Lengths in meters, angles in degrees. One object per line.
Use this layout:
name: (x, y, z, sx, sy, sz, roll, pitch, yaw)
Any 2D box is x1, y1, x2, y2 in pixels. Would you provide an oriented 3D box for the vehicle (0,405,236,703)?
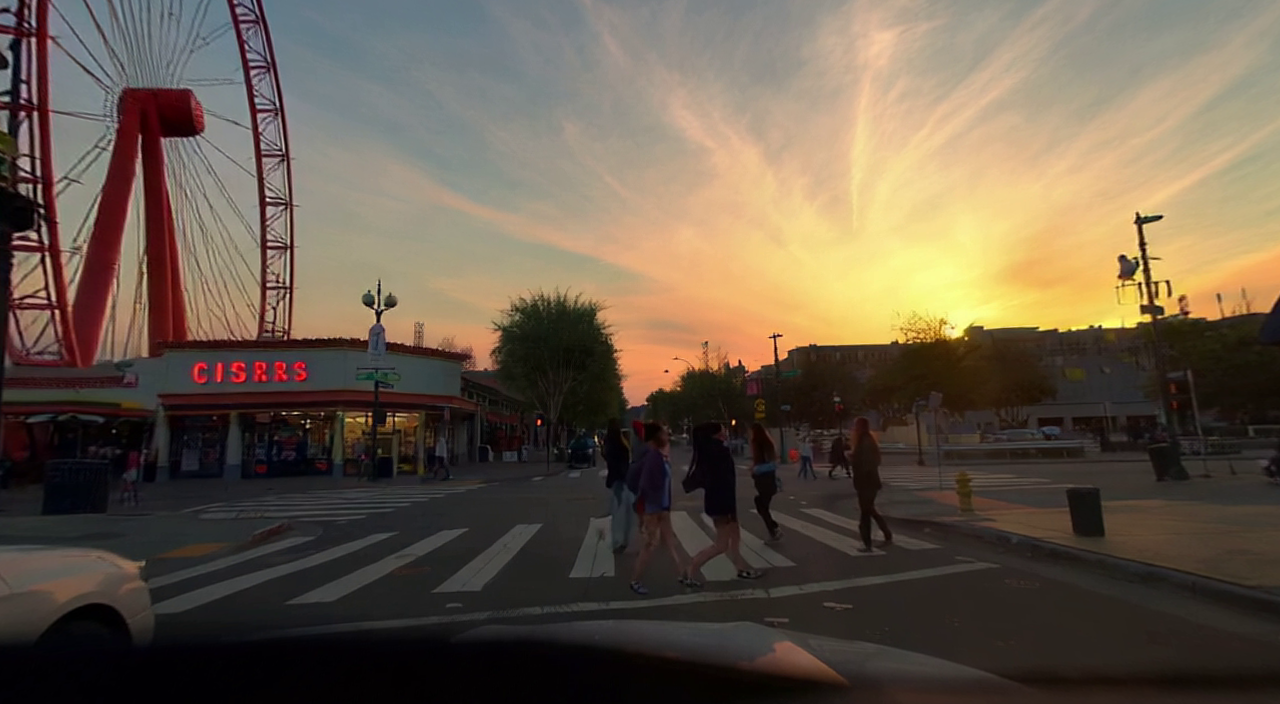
vehicle: (-3.371, 0.791, 1.188, 1.940, 1.505, 4.676, -1, -9, 3)

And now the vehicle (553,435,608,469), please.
vehicle: (-3.911, 6.360, 40.253, 2.549, 2.000, 5.699, 2, -9, -15)
